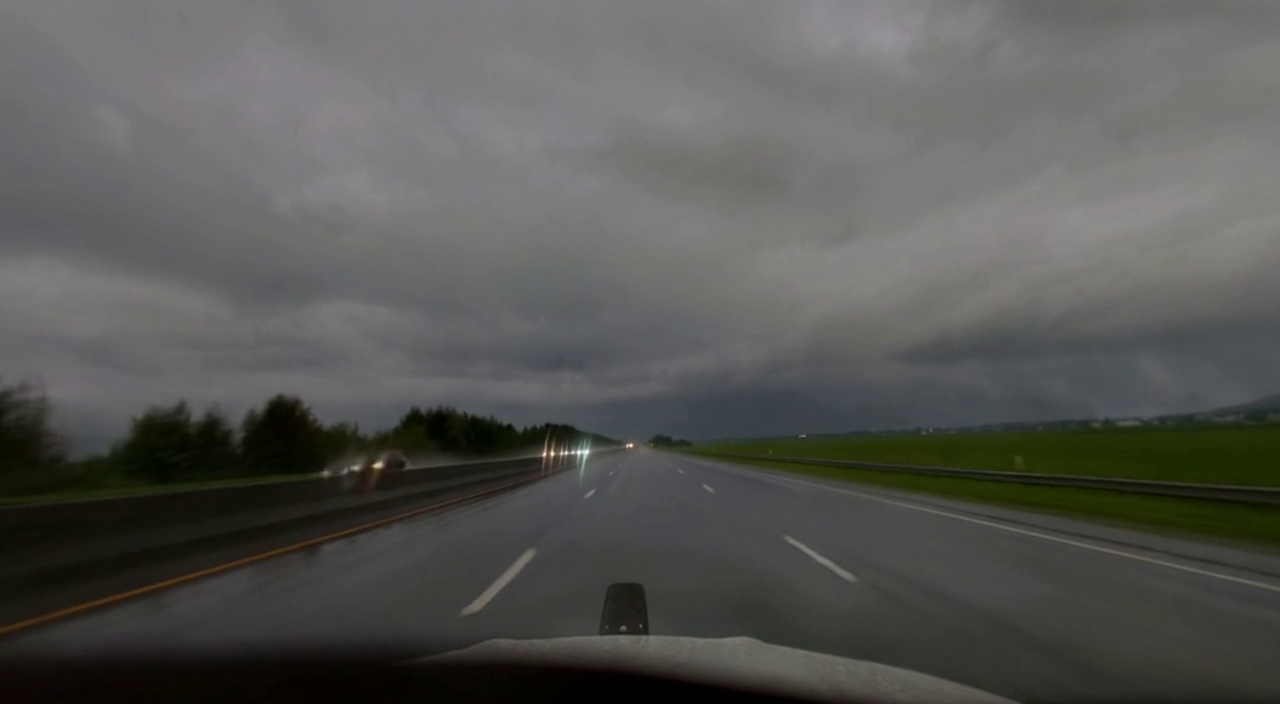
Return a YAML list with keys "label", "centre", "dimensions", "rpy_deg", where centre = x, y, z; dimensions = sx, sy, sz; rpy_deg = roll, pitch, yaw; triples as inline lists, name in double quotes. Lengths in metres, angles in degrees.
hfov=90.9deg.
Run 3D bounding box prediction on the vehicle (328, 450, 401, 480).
- label: "vehicle"
  centre: [-15.068, 6.183, 34.753]
  dimensions: [1.910, 1.495, 4.456]
  rpy_deg: [0, -9, 1]
